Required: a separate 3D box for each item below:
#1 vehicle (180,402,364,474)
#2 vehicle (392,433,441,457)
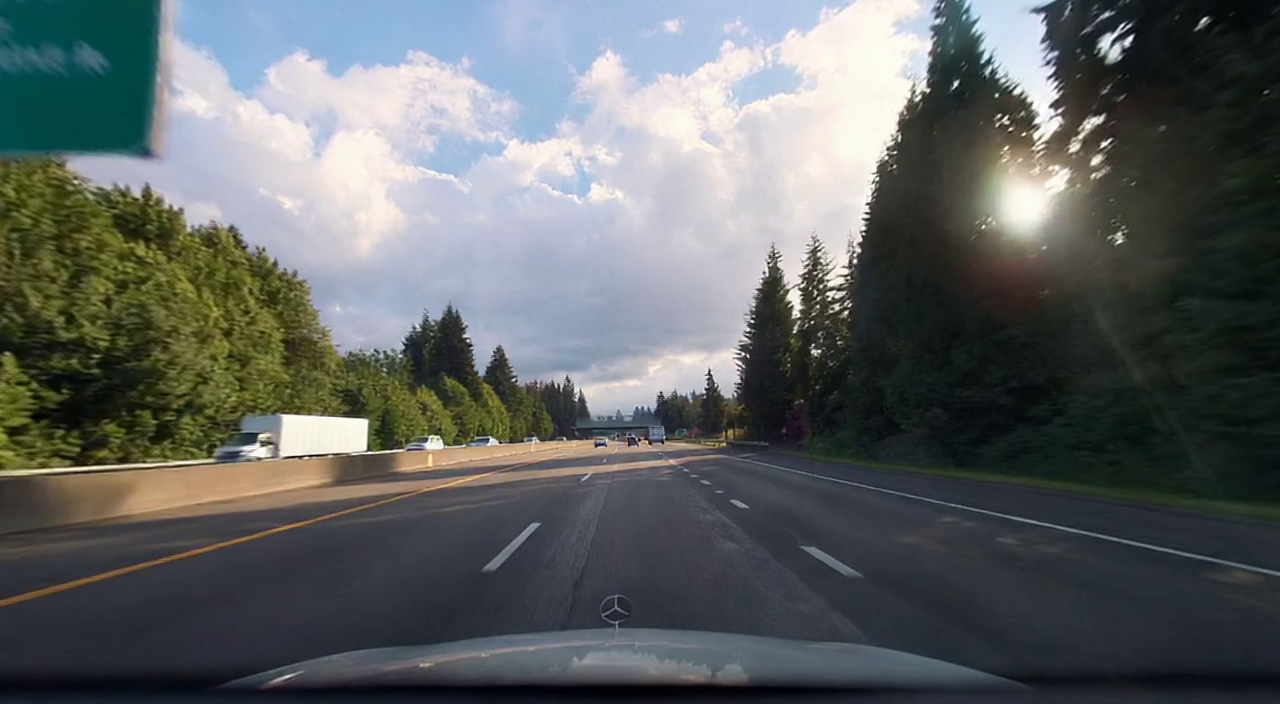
[{"bbox_3d":[-20.803,5.085,37.363,2.943,3.449,13.459,0,-8,-1],"label":"vehicle"},{"bbox_3d":[-17.244,7.180,48.857,2.071,1.799,4.655,0,-8,0],"label":"vehicle"}]
